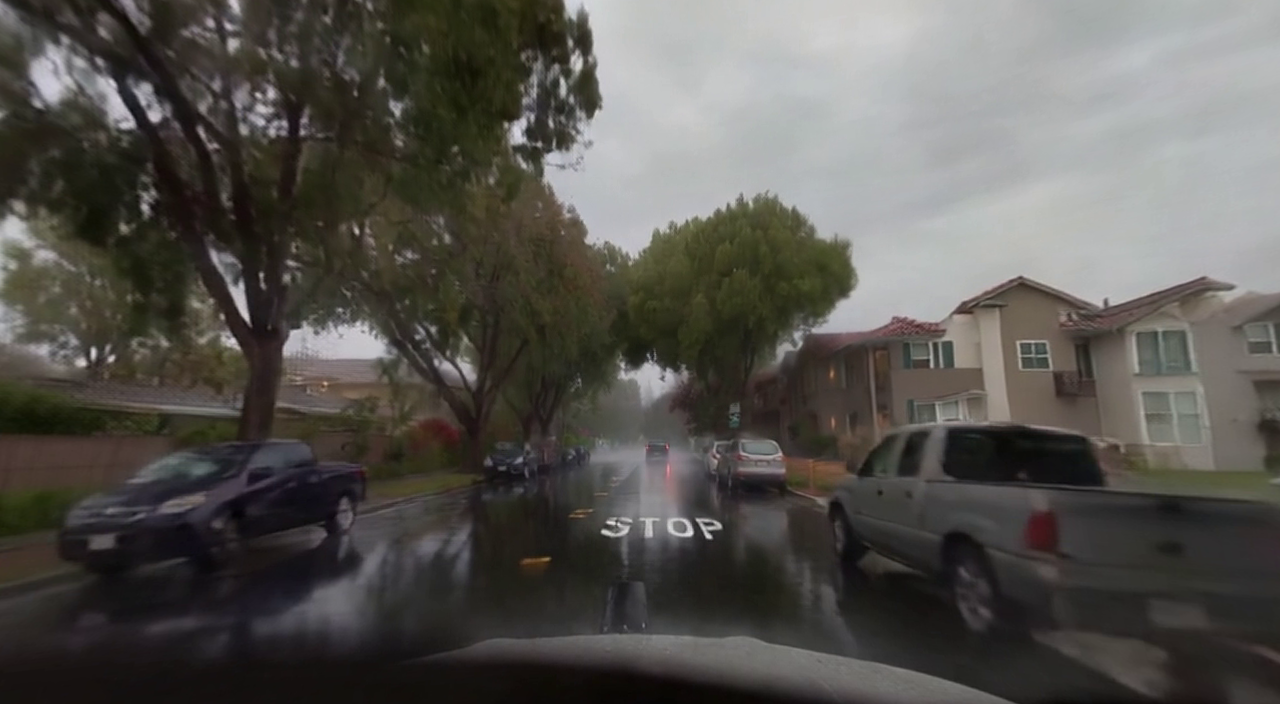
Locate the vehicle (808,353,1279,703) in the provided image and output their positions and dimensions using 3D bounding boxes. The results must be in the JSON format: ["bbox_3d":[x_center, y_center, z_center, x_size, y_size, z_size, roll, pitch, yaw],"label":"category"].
[{"bbox_3d":[3.105,1.252,5.436,2.117,1.807,4.964,0,-8,2],"label":"vehicle"}]

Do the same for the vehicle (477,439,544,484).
[{"bbox_3d":[-5.116,4.361,25.497,1.955,1.659,4.324,0,-8,-2],"label":"vehicle"}]

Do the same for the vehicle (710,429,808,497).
[{"bbox_3d":[3.445,3.316,19.253,1.970,1.801,4.721,0,-8,-1],"label":"vehicle"}]

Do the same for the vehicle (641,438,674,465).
[{"bbox_3d":[1.207,6.885,43.850,2.172,1.722,4.201,0,-8,1],"label":"vehicle"}]

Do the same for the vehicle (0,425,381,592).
[{"bbox_3d":[-5.593,1.939,8.812,2.007,1.709,4.502,0,-8,0],"label":"vehicle"}]
